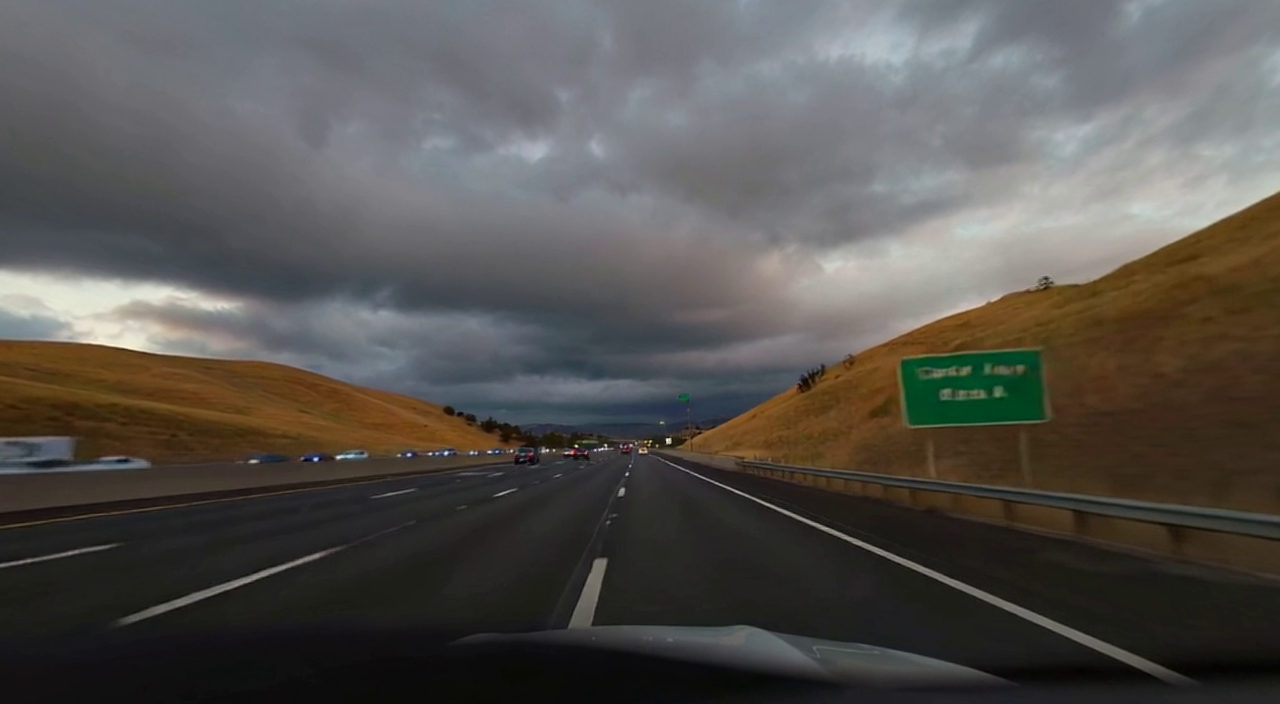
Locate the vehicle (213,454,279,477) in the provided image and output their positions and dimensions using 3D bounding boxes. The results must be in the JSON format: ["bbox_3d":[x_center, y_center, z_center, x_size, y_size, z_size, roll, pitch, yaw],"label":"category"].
[{"bbox_3d":[-27.346,7.851,43.827,1.834,1.478,4.311,0,-9,-1],"label":"vehicle"}]

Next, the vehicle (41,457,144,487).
[{"bbox_3d":[-30.943,6.766,35.804,1.871,1.480,4.478,0,-9,-1],"label":"vehicle"}]
